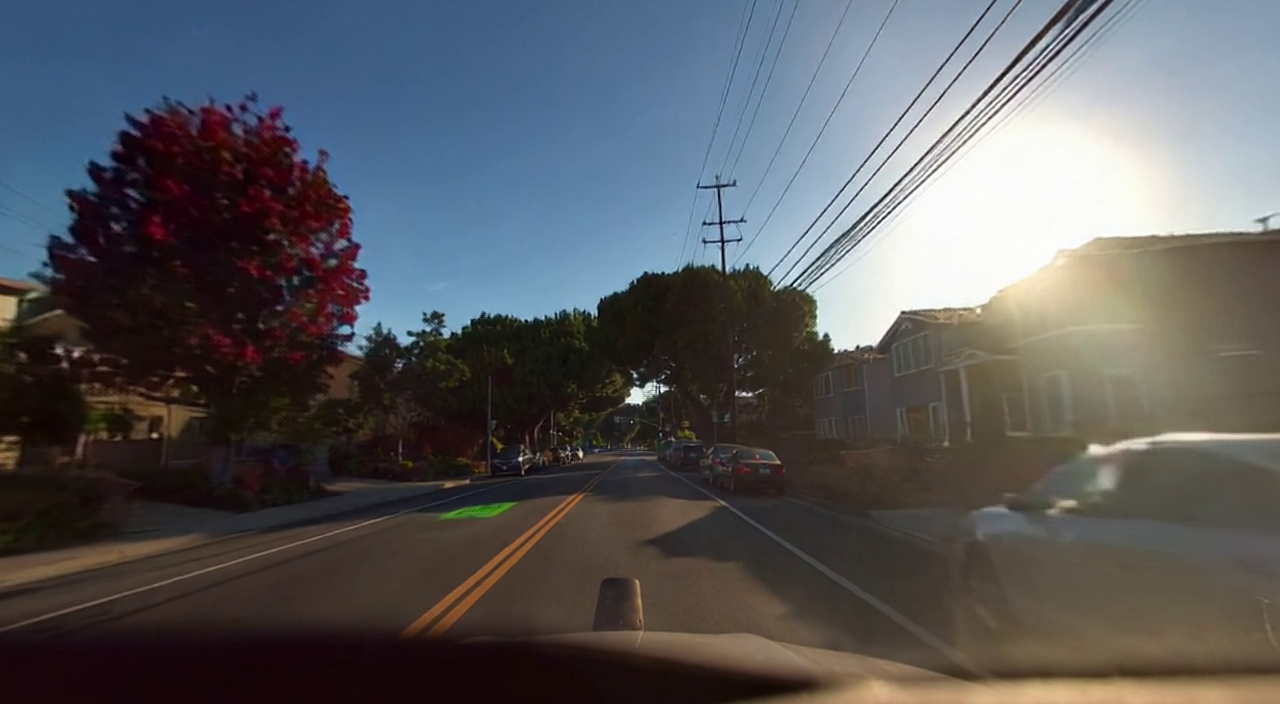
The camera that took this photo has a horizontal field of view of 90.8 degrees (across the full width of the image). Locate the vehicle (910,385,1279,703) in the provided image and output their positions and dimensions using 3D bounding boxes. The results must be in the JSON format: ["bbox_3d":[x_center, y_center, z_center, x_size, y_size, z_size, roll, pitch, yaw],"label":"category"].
[{"bbox_3d":[3.455,0.999,3.065,2.024,1.554,4.867,0,-8,-1],"label":"vehicle"}]

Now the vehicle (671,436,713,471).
[{"bbox_3d":[3.093,6.187,38.622,2.065,1.953,5.359,0,-8,-1],"label":"vehicle"}]

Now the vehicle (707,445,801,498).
[{"bbox_3d":[3.298,3.546,19.215,1.967,1.382,4.361,0,-8,-1],"label":"vehicle"}]

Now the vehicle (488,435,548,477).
[{"bbox_3d":[-6.821,5.829,35.951,2.451,2.099,5.112,-1,-7,0],"label":"vehicle"}]
